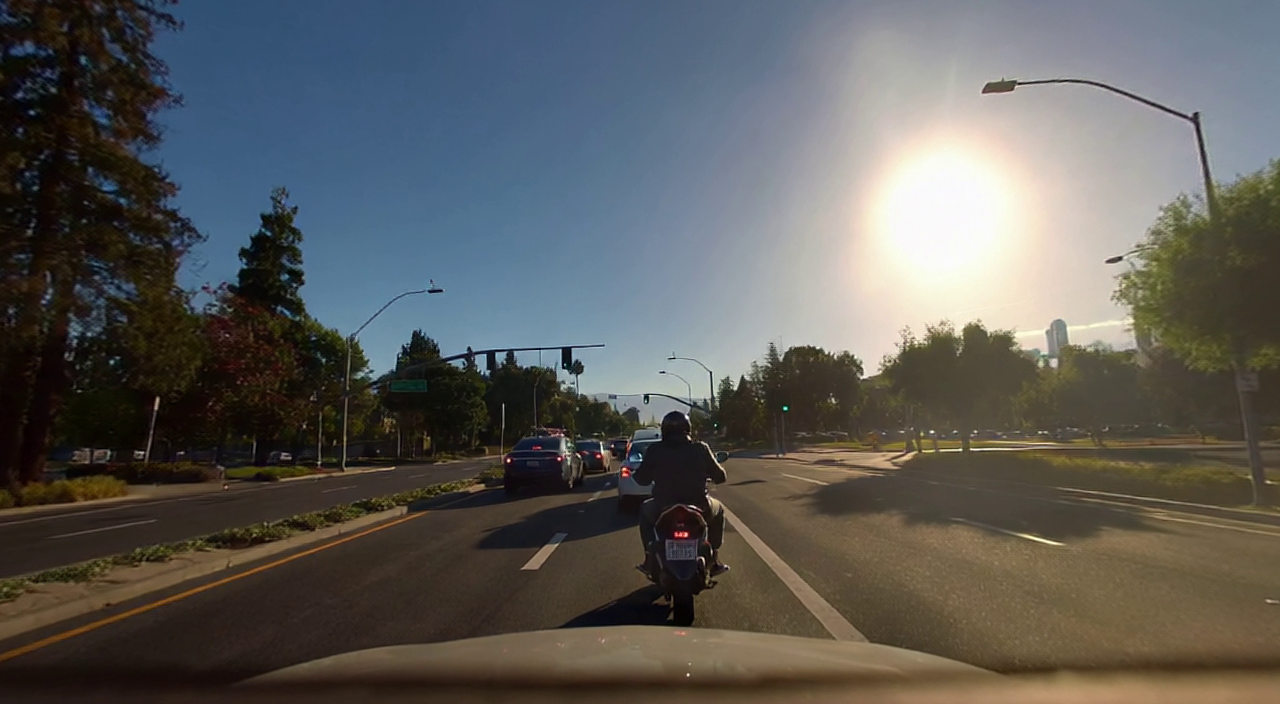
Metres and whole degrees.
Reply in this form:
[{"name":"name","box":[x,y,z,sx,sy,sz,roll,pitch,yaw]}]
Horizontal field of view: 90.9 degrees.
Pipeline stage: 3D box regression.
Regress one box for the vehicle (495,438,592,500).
[{"name":"vehicle","box":[-2.550,3.190,17.659,1.979,1.499,3.840,-1,-8,2]}]

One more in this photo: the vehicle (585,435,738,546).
[{"name":"vehicle","box":[0.327,2.173,10.703,2.009,1.450,4.608,-1,-8,1]}]
